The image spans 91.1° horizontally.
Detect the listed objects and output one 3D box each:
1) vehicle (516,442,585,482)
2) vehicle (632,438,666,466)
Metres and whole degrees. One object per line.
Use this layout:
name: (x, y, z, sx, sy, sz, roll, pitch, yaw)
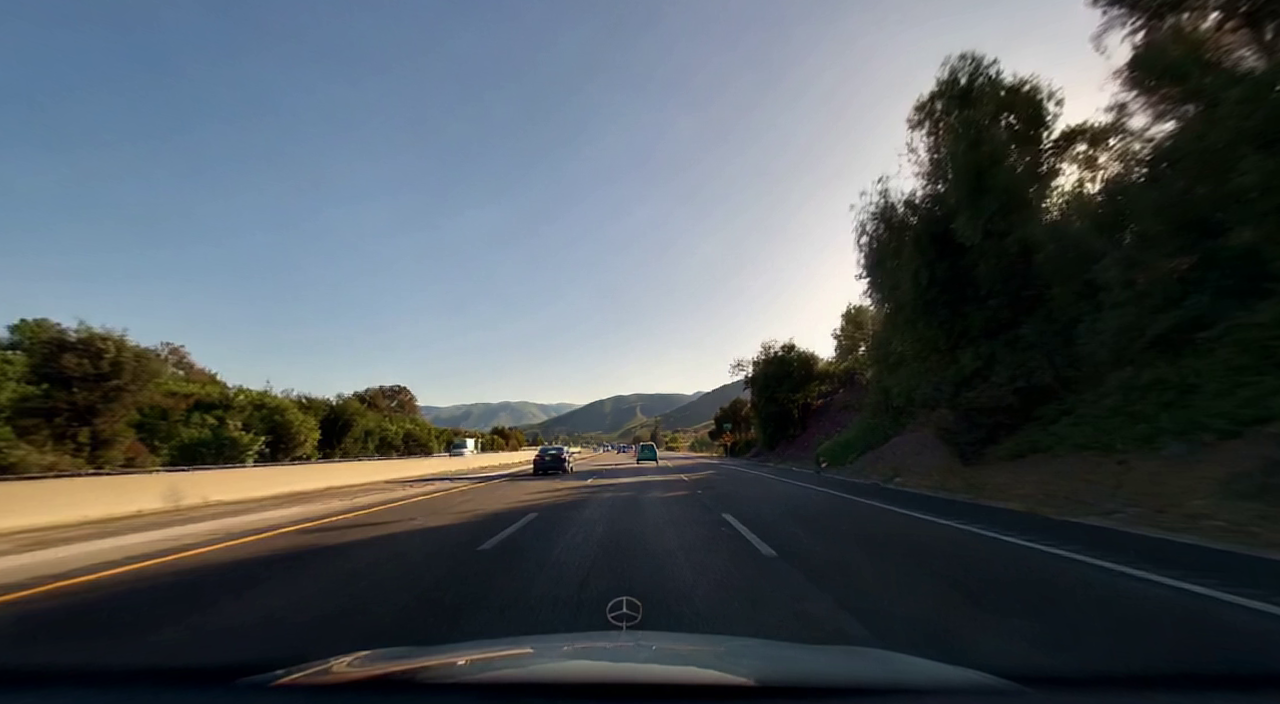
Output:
vehicle: (-3.532, 4.435, 25.676, 2.082, 1.485, 4.237, 0, -8, 2)
vehicle: (0.576, 6.973, 43.892, 2.272, 1.836, 4.866, 0, -8, -1)
